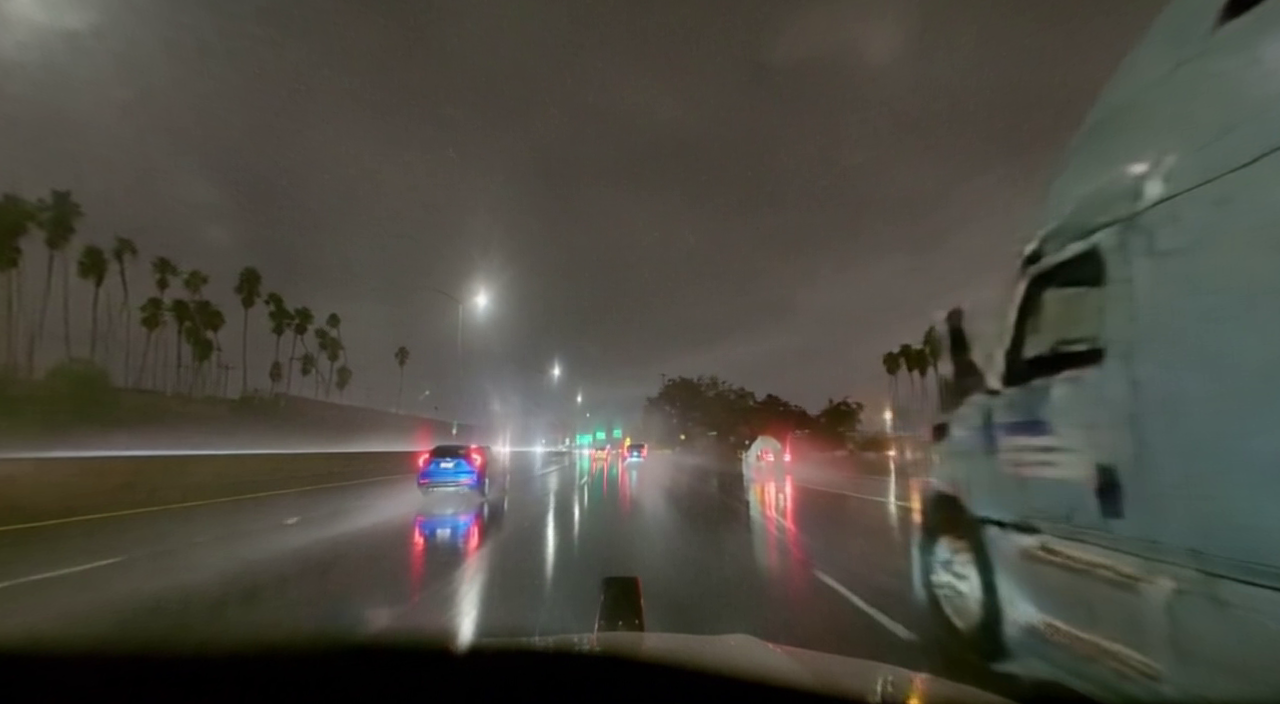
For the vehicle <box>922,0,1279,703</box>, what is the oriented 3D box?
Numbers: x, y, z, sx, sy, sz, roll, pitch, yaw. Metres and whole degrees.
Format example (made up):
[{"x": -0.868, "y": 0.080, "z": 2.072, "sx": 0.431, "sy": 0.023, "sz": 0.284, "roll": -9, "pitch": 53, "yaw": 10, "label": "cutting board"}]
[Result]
[{"x": 3.535, "y": -0.088, "z": 1.224, "sx": 3.073, "sy": 3.886, "sz": 5.856, "roll": 0, "pitch": -8, "yaw": -1, "label": "vehicle"}]

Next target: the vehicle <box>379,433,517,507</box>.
[{"x": -4.497, "y": 2.829, "z": 15.533, "sx": 2.120, "sy": 1.537, "sz": 4.139, "roll": 0, "pitch": -8, "yaw": 0, "label": "vehicle"}]
